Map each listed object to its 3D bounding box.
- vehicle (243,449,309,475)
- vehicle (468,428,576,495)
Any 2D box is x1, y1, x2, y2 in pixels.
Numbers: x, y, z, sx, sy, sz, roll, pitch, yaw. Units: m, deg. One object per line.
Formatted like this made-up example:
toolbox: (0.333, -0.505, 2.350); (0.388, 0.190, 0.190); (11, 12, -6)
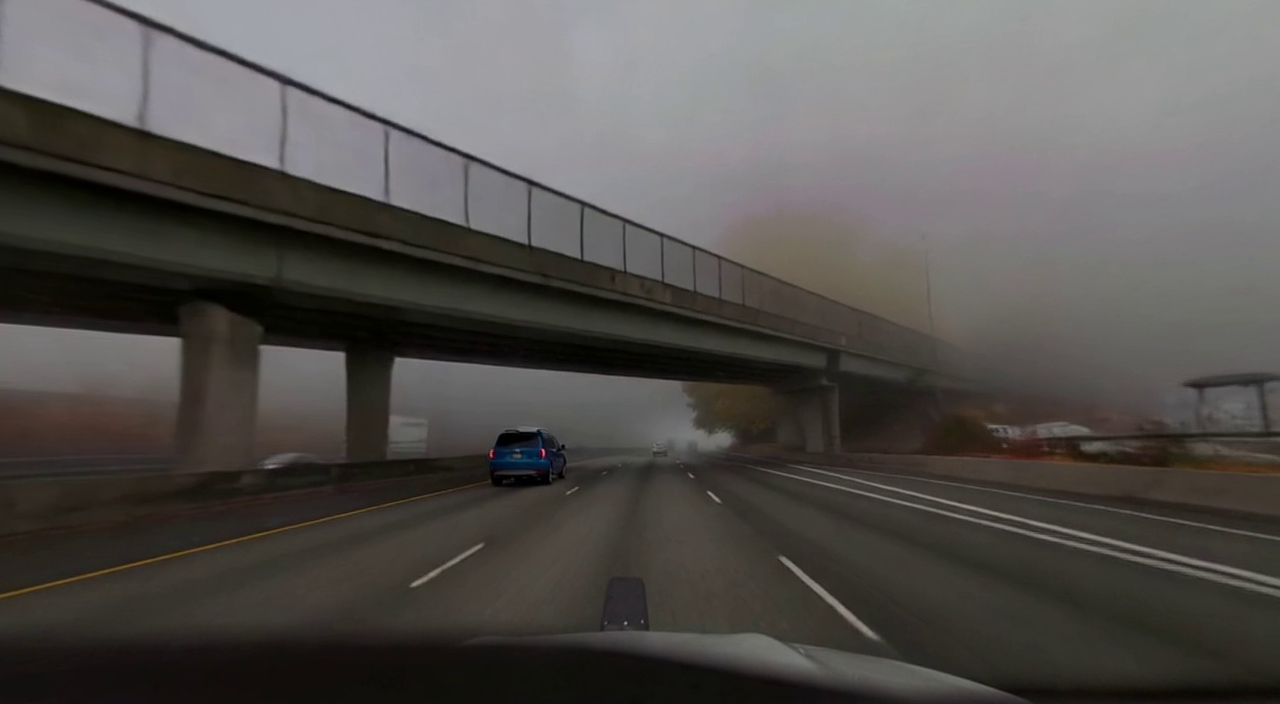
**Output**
vehicle: (-22.468, 6.779, 38.982); (1.791, 1.495, 3.671); (-1, -8, 3)
vehicle: (-3.278, 3.145, 18.509); (2.177, 1.707, 4.432); (0, -8, 2)
